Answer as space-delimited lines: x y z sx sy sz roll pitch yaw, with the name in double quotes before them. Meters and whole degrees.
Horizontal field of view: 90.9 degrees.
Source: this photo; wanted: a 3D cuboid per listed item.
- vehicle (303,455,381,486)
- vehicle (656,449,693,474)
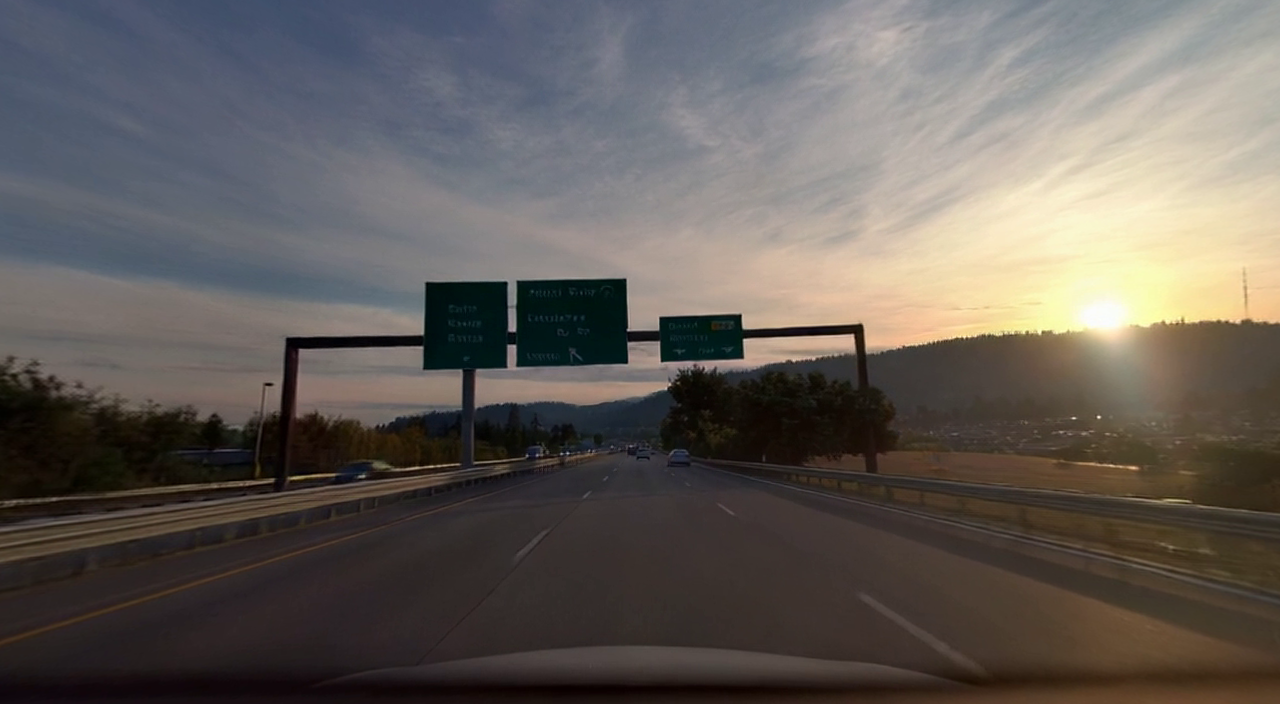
"vehicle" -15.140 6.036 32.321 2.042 1.446 4.317 0 -9 -2
"vehicle" 2.089 6.678 38.650 2.036 1.457 3.471 0 -9 -1
